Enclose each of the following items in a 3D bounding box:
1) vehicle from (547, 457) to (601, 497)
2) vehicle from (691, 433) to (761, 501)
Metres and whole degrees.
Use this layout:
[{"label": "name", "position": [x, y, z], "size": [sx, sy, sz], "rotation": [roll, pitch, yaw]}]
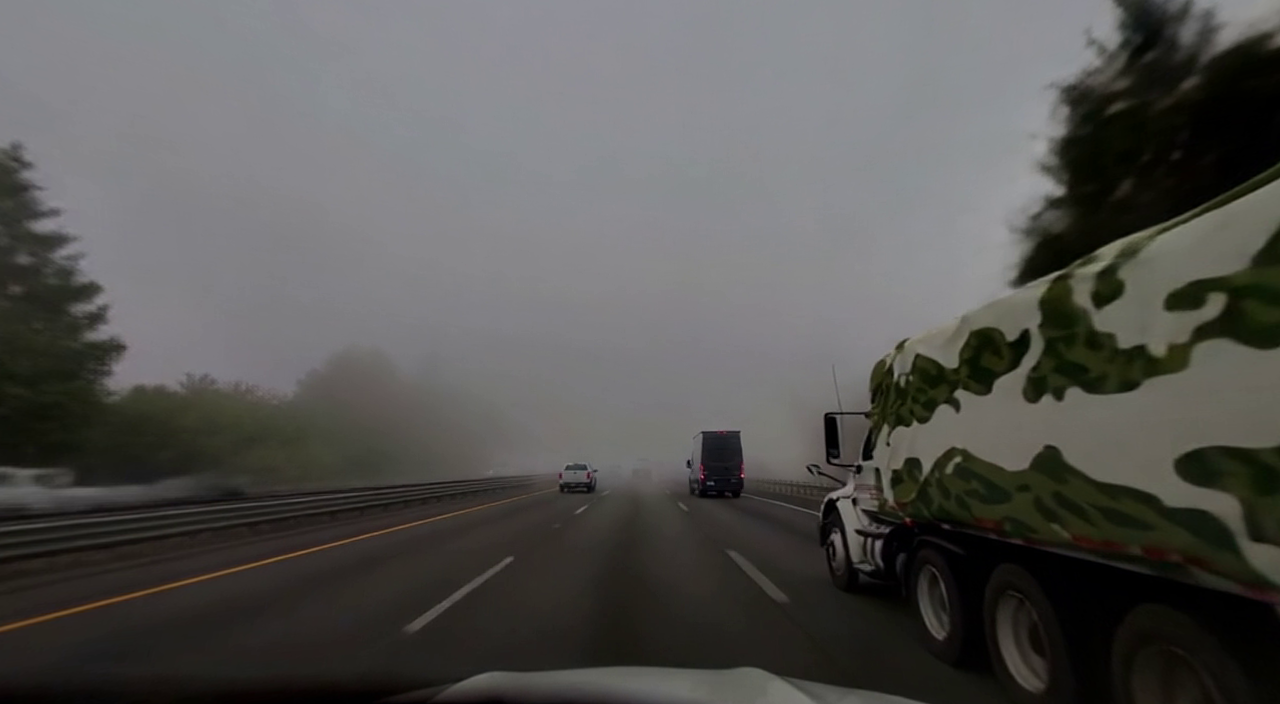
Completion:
[{"label": "vehicle", "position": [-3.311, 6.459, 32.621], "size": [2.204, 1.852, 4.661], "rotation": [1, -11, 0]}, {"label": "vehicle", "position": [4.078, 5.665, 31.090], "size": [2.703, 2.988, 5.097], "rotation": [1, -11, 0]}]
